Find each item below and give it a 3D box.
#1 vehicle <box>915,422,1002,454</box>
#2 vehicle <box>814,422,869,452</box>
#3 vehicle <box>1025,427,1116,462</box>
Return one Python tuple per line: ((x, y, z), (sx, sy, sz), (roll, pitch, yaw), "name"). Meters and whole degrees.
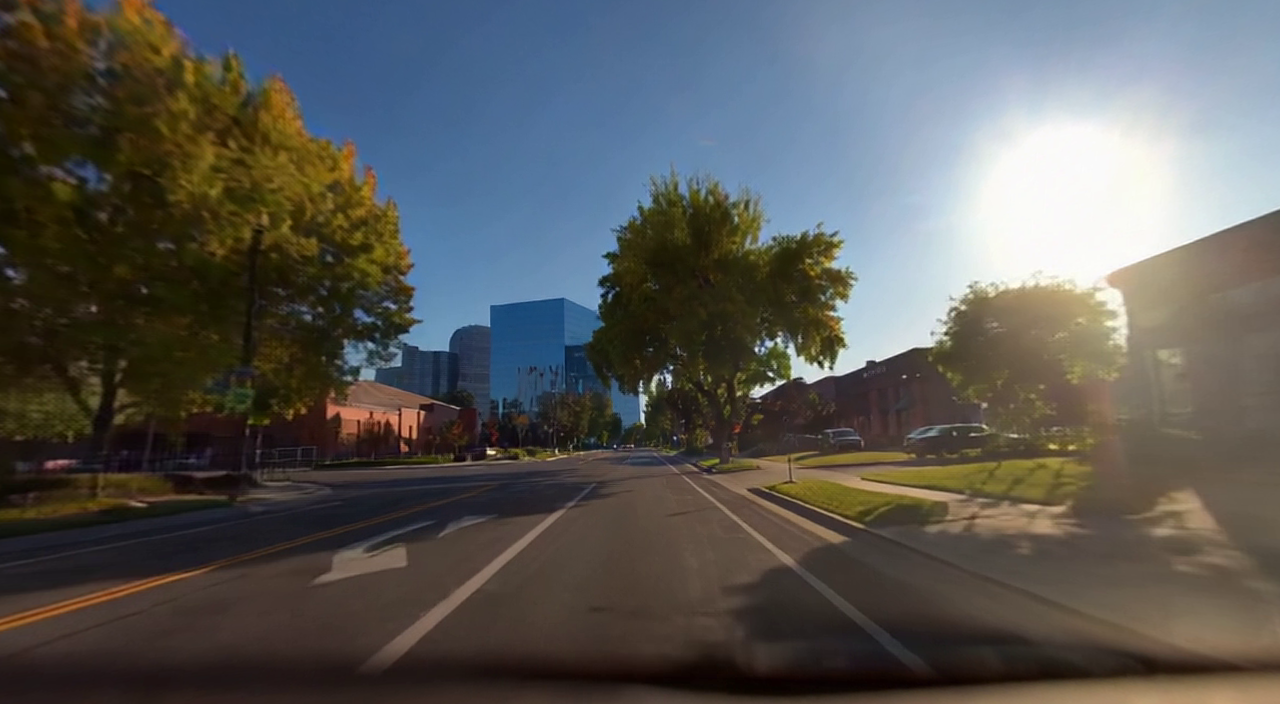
((15.307, 4.193, 30.568), (1.866, 1.420, 4.447), (0, -9, 0), "vehicle")
((11.891, 5.099, 37.531), (2.036, 1.636, 4.995), (0, -8, 5), "vehicle")
((20.691, 4.465, 30.504), (1.766, 1.560, 3.695), (0, -8, 0), "vehicle")
